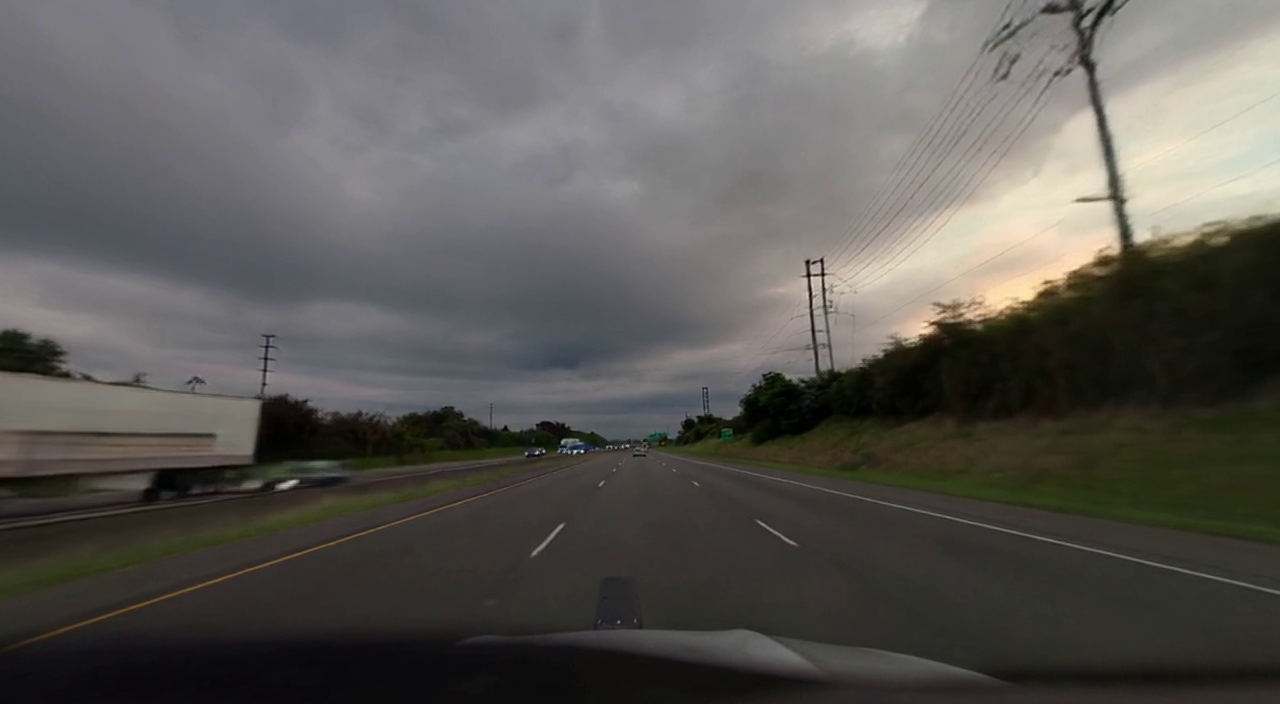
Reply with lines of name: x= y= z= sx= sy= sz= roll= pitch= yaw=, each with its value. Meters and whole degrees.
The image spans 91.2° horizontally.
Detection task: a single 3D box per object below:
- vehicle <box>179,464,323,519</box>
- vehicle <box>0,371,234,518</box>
vehicle: x=-12.024 y=4.305 z=19.757 sx=2.053 sy=1.445 sz=3.969 roll=0 pitch=-9 yaw=-1
vehicle: x=-19.584 y=3.061 z=20.541 sx=3.123 sy=4.065 sz=14.086 roll=0 pitch=-9 yaw=0
